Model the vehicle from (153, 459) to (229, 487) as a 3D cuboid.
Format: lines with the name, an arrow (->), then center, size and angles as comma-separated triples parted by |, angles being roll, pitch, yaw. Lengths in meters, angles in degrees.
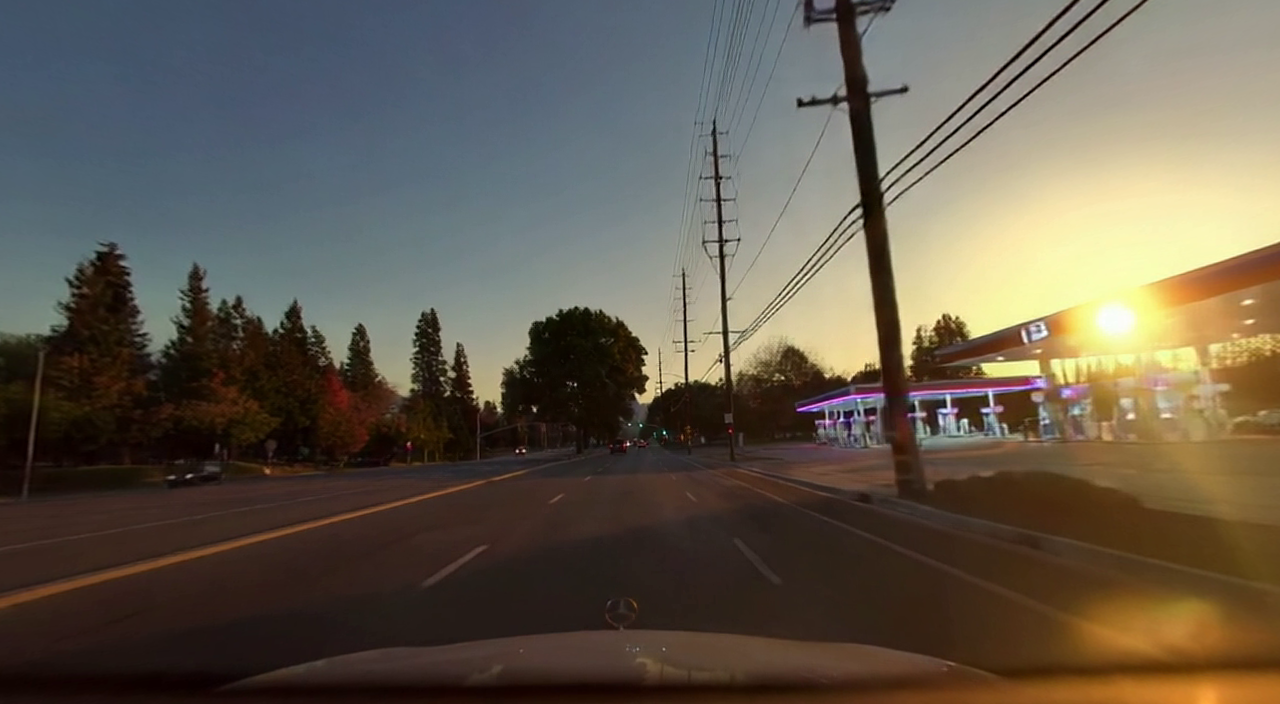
vehicle -> -30.221, 8.123, 42.712 | 1.940, 1.672, 4.631 | 0, -8, -4
